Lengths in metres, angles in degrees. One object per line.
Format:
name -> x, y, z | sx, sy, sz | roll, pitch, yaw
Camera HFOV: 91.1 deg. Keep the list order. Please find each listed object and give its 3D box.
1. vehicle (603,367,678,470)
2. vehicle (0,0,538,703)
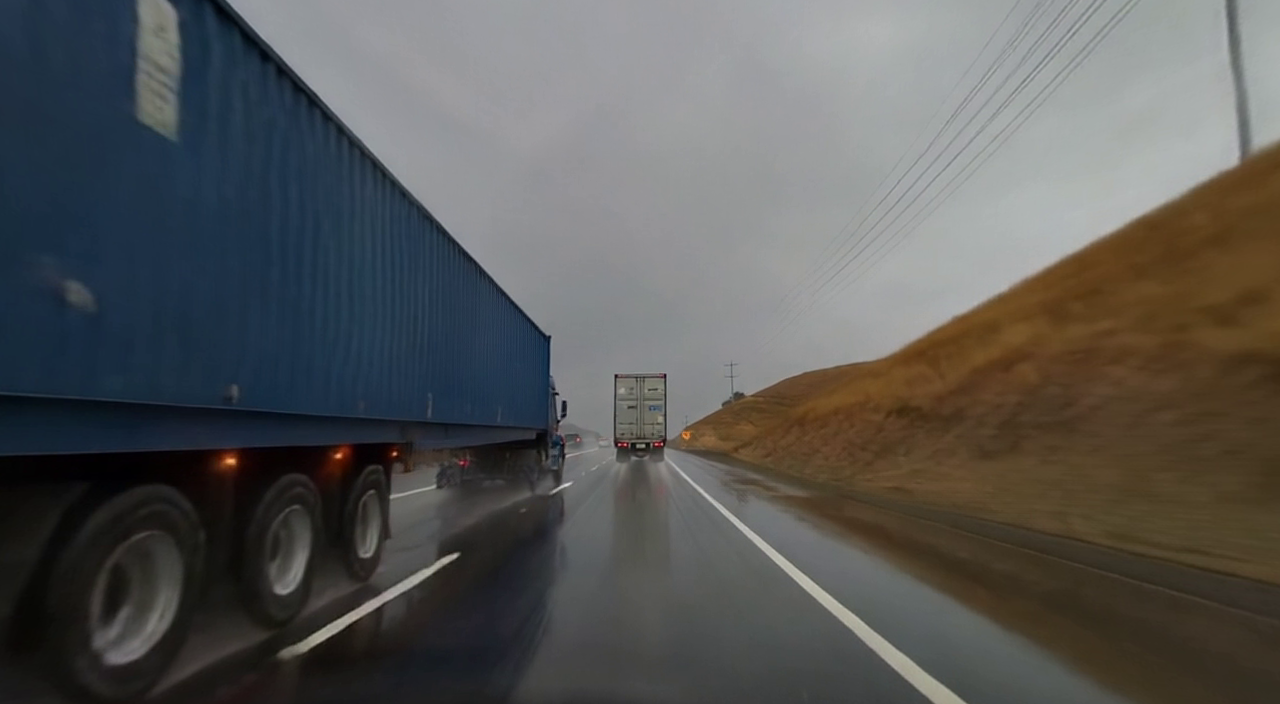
vehicle -> -0.060, 3.493, 31.121 | 3.006, 4.120, 11.586 | 0, -8, -1
vehicle -> -4.122, 0.362, 8.319 | 3.065, 4.105, 13.706 | 0, -8, 1
